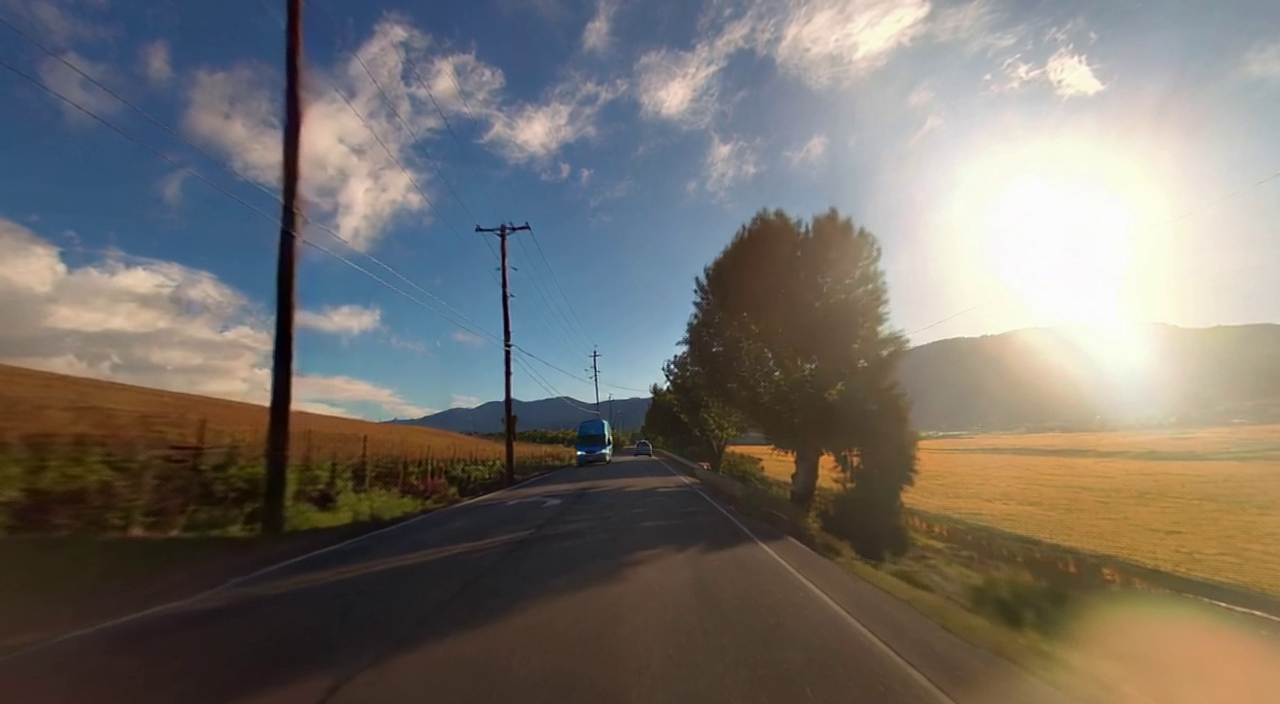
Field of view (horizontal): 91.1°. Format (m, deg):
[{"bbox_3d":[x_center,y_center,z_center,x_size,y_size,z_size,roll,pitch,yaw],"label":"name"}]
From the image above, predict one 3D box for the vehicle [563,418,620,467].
[{"bbox_3d":[-3.343,6.607,45.556,3.183,3.230,7.566,0,-8,2],"label":"vehicle"}]
